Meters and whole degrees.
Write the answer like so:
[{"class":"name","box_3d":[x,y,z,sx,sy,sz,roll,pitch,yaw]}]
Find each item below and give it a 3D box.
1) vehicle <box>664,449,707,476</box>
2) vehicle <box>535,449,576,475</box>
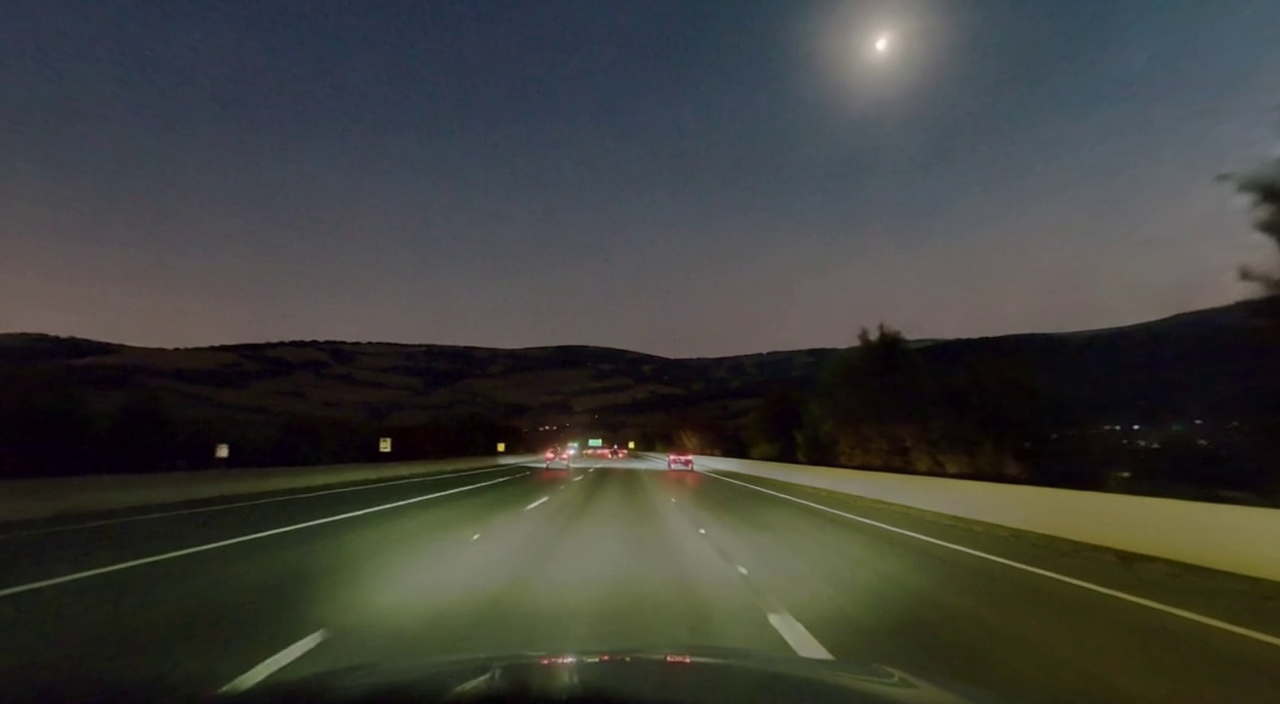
[{"class":"vehicle","box_3d":[2.584,6.399,36.750,2.019,1.475,4.301,0,-9,-2]},{"class":"vehicle","box_3d":[-4.972,6.524,37.516,1.955,1.468,3.637,0,-9,0]}]
